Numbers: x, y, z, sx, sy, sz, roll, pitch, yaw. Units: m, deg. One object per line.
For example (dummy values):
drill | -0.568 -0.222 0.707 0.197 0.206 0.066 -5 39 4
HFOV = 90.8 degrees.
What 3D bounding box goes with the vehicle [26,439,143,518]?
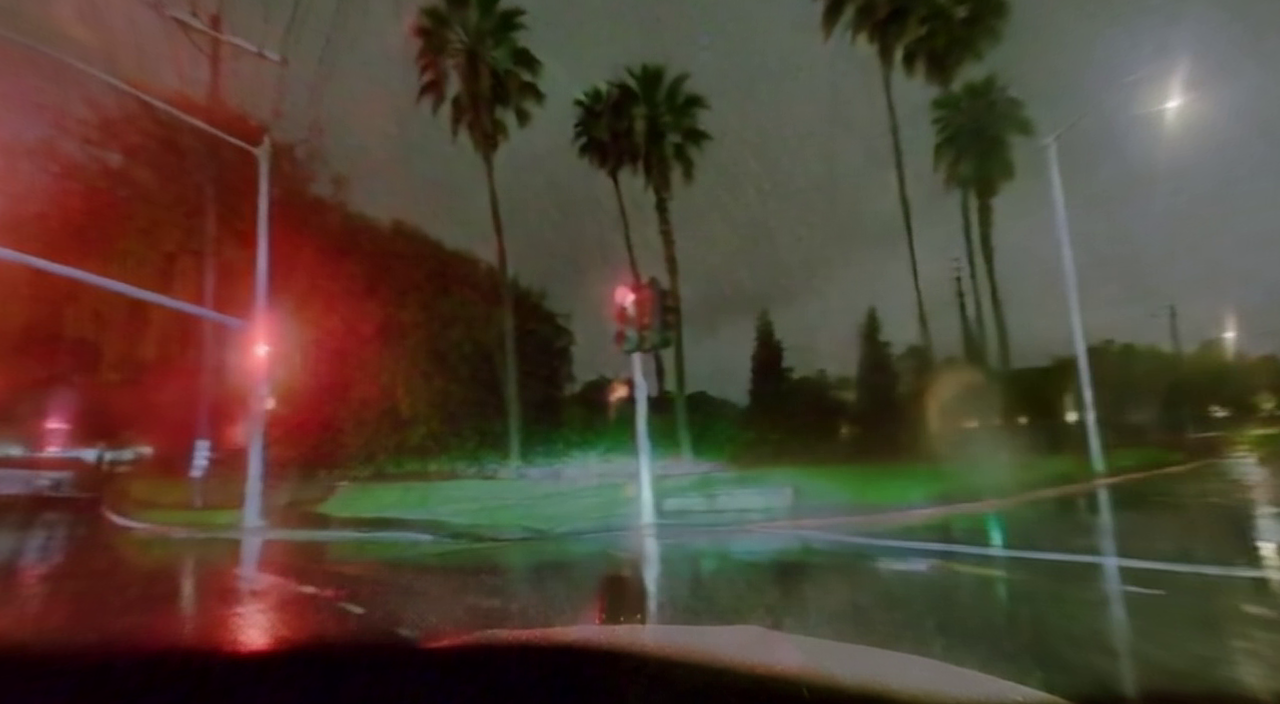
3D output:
vehicle | -15.342 3.424 17.712 2.006 1.867 4.651 6 -10 -37
